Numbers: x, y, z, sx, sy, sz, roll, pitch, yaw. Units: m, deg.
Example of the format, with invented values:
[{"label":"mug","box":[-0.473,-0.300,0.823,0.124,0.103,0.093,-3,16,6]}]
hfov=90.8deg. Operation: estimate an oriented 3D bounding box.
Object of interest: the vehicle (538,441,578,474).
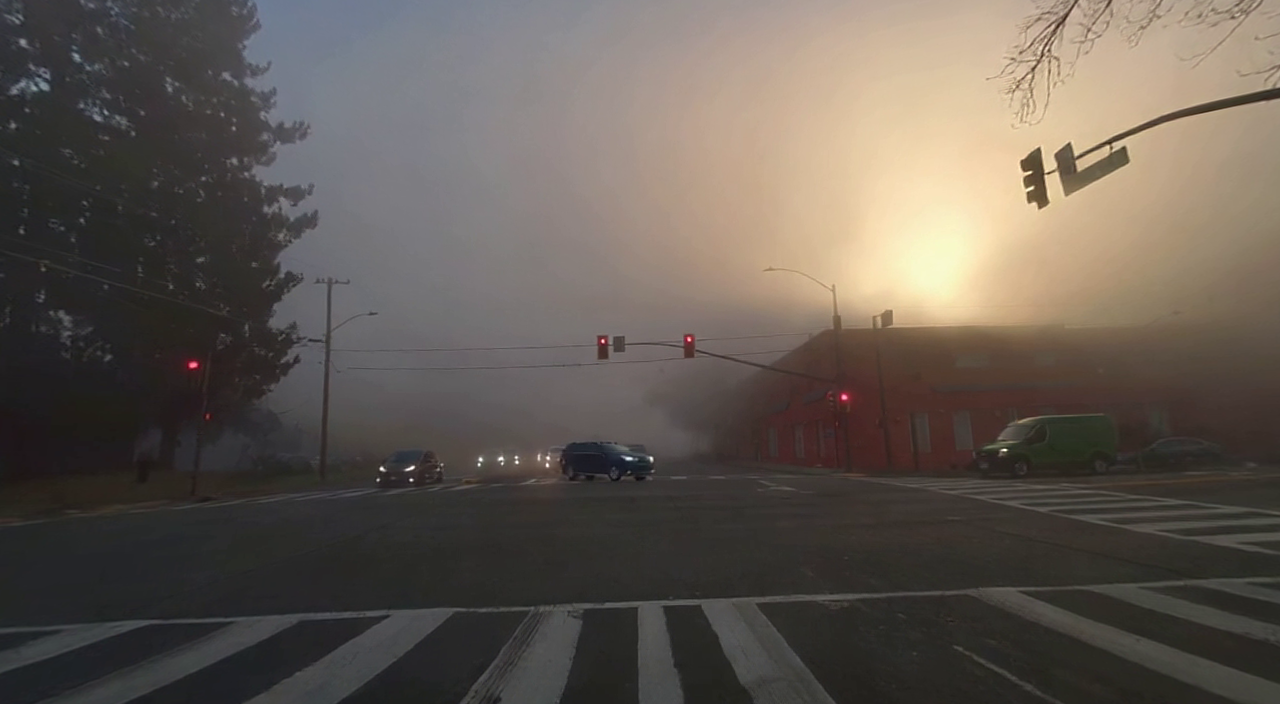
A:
[{"label":"vehicle","box":[-4.404,5.680,34.373,1.975,1.642,4.846,1,-9,-6]}]

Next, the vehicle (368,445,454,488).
[{"label":"vehicle","box":[-8.459,4.236,23.769,1.779,1.460,4.463,0,-9,-4]}]

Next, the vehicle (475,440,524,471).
[{"label":"vehicle","box":[-8.540,6.326,38.775,2.087,1.718,4.700,0,-9,-2]}]

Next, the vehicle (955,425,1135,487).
[{"label":"vehicle","box":[14.813,3.778,23.134,5.910,2.046,2.228,3,-9,-20]}]

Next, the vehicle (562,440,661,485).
[{"label":"vehicle","box":[-1.194,4.076,23.634,1.935,1.464,4.562,4,-10,-27]}]

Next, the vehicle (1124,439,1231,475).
[{"label":"vehicle","box":[26.600,5.162,31.285,4.537,1.665,2.049,3,-9,-22]}]
